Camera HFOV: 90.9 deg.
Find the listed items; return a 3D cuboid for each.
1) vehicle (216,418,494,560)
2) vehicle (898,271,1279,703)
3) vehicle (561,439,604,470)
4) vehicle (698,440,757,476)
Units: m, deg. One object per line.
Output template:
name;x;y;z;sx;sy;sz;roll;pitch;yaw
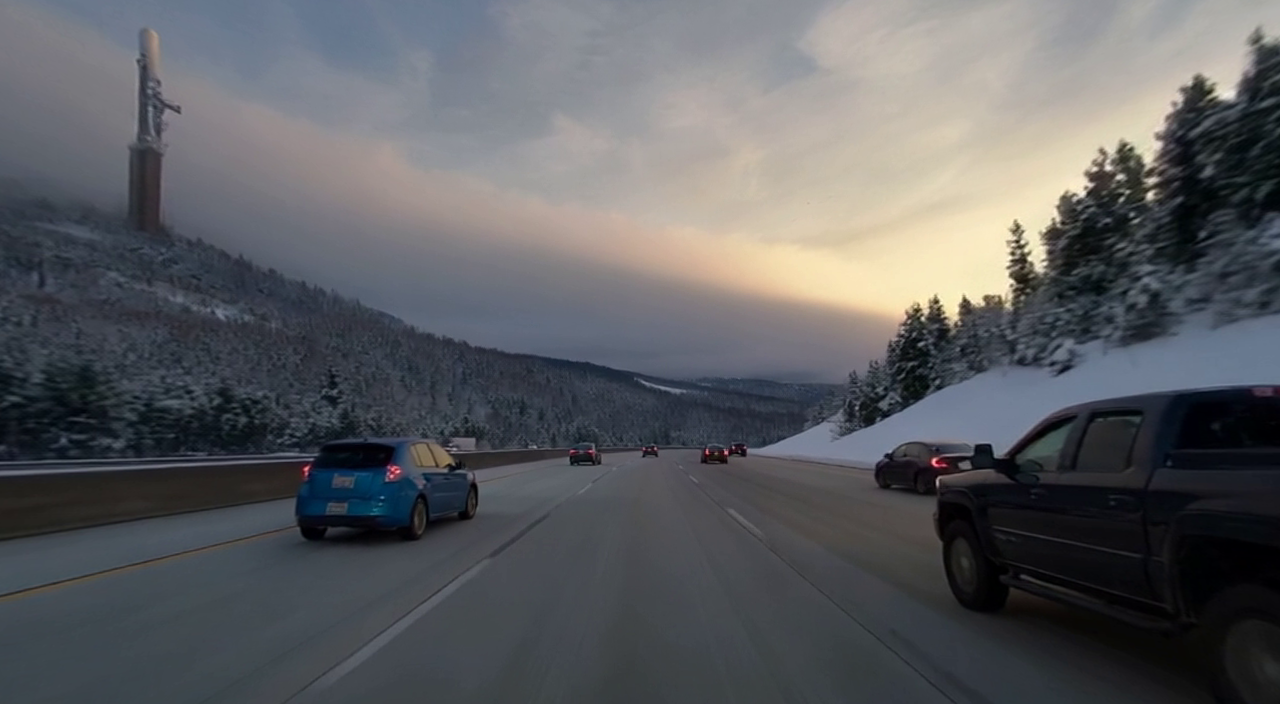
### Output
vehicle;-3.862;1.944;9.688;2.113;1.636;4.494;0;-8;1
vehicle;3.462;0.786;3.205;2.098;1.925;5.171;0;-8;0
vehicle;-3.302;5.971;36.990;2.021;1.679;4.310;-1;-8;2
vehicle;3.898;4.785;28.775;2.046;1.471;4.333;0;-8;0
